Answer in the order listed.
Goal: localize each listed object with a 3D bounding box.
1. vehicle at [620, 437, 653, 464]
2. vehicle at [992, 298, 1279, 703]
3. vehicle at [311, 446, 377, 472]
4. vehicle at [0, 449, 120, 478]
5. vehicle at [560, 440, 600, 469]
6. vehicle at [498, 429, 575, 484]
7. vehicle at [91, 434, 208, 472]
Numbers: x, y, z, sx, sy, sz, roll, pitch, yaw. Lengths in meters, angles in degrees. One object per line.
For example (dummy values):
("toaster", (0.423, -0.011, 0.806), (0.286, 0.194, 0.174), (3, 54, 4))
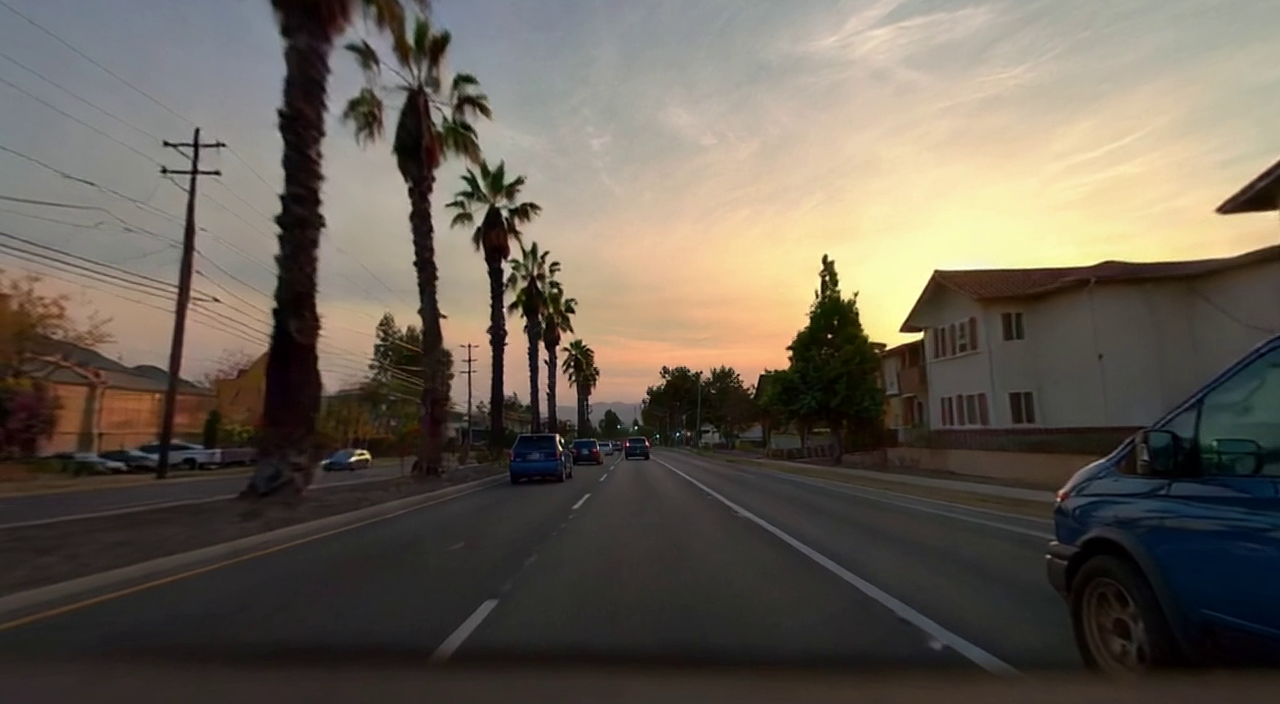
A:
("vehicle", (-0.275, 6.729, 43.447), (2.191, 1.761, 3.857), (0, -8, -2))
("vehicle", (3.699, 0.678, 2.075), (2.234, 1.912, 4.847), (0, -8, 0))
("vehicle", (-18.729, 6.776, 40.226), (1.911, 1.479, 4.713), (0, -8, 1))
("vehicle", (-30.509, 5.854, 33.258), (4.474, 1.393, 1.920), (1, -7, -1))
("vehicle", (-3.219, 5.587, 34.662), (1.869, 1.454, 4.142), (0, -8, -1))
("vehicle", (-3.482, 3.611, 22.020), (1.967, 1.703, 4.157), (0, -8, 0))
("vehicle", (-30.264, 6.233, 39.085), (5.583, 2.103, 2.086), (-1, -6, 2))
